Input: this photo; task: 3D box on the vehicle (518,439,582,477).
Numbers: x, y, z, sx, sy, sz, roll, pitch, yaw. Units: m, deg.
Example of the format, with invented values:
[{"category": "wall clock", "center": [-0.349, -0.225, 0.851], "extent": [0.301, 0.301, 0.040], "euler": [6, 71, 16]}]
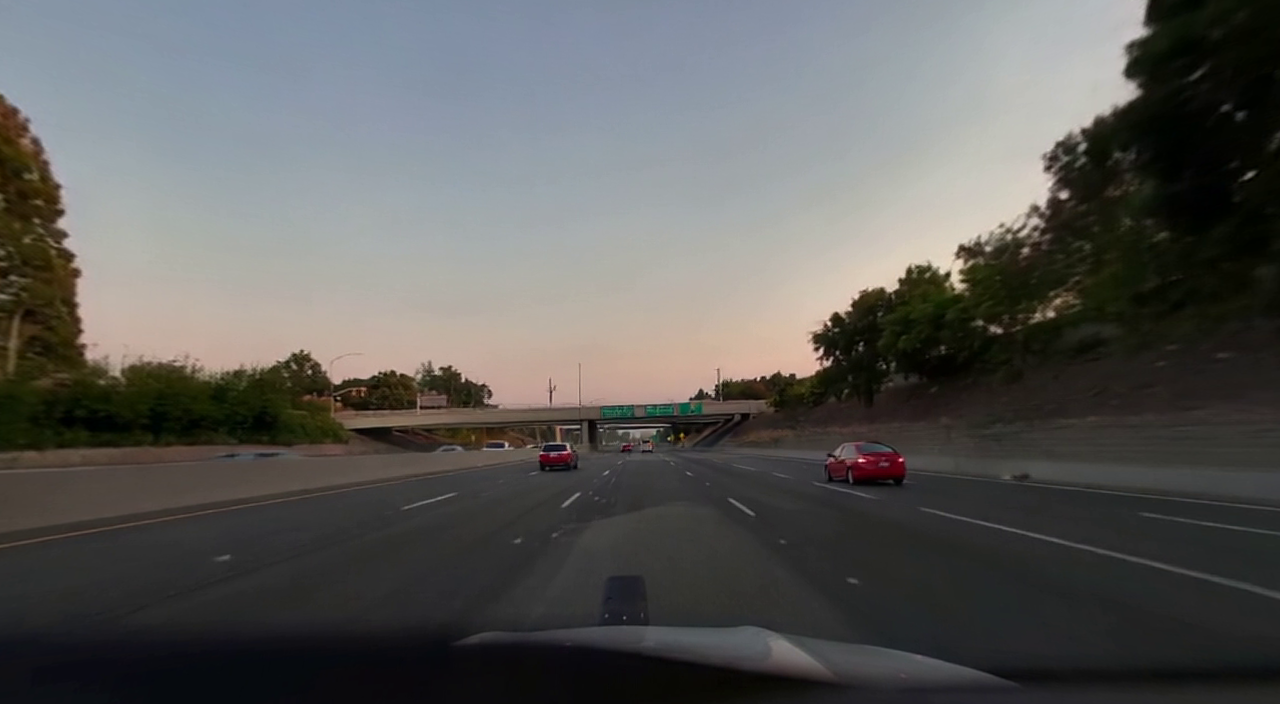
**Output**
[{"category": "vehicle", "center": [-3.956, 4.747, 28.530], "extent": [2.085, 1.533, 4.861], "euler": [0, -8, 1]}]

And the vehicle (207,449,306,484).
[{"category": "vehicle", "center": [-17.545, 5.225, 29.134], "extent": [1.820, 1.487, 4.311], "euler": [0, -8, 1]}]

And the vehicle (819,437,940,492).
[{"category": "vehicle", "center": [7.179, 3.408, 19.490], "extent": [1.914, 1.465, 4.574], "euler": [0, -8, -1]}]
